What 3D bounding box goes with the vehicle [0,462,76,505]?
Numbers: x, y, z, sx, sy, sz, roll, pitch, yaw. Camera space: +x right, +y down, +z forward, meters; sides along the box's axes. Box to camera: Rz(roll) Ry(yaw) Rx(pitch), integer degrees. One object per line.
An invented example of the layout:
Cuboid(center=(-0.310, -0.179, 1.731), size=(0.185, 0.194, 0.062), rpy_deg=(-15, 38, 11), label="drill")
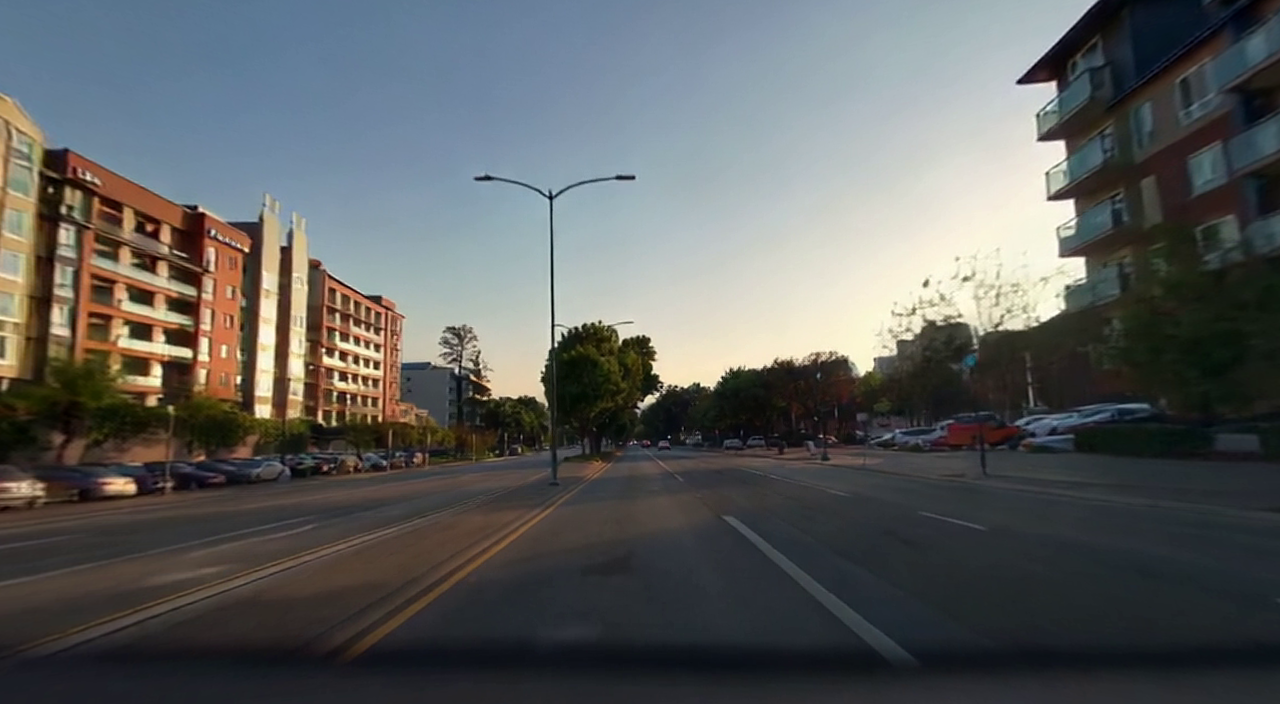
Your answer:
Cuboid(center=(-26.284, 5.399, 25.959), size=(4.054, 1.602, 2.056), rpy_deg=(3, -9, -23), label="vehicle")
